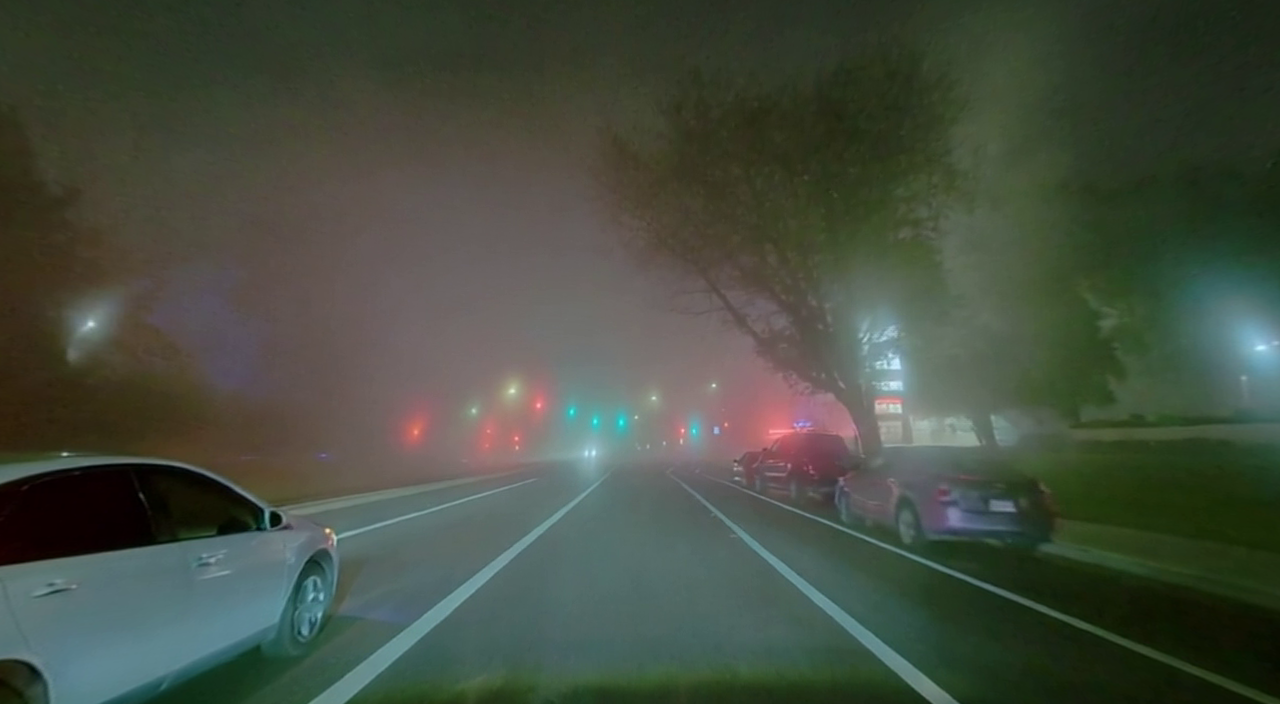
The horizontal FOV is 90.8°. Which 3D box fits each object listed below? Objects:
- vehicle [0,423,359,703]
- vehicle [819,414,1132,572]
[{"bbox_3d":[-3.050,1.010,2.403,1.874,1.424,4.553,0,-9,0],"label":"vehicle"},{"bbox_3d":[4.350,1.902,9.316,2.032,1.703,4.650,0,-9,0],"label":"vehicle"}]
